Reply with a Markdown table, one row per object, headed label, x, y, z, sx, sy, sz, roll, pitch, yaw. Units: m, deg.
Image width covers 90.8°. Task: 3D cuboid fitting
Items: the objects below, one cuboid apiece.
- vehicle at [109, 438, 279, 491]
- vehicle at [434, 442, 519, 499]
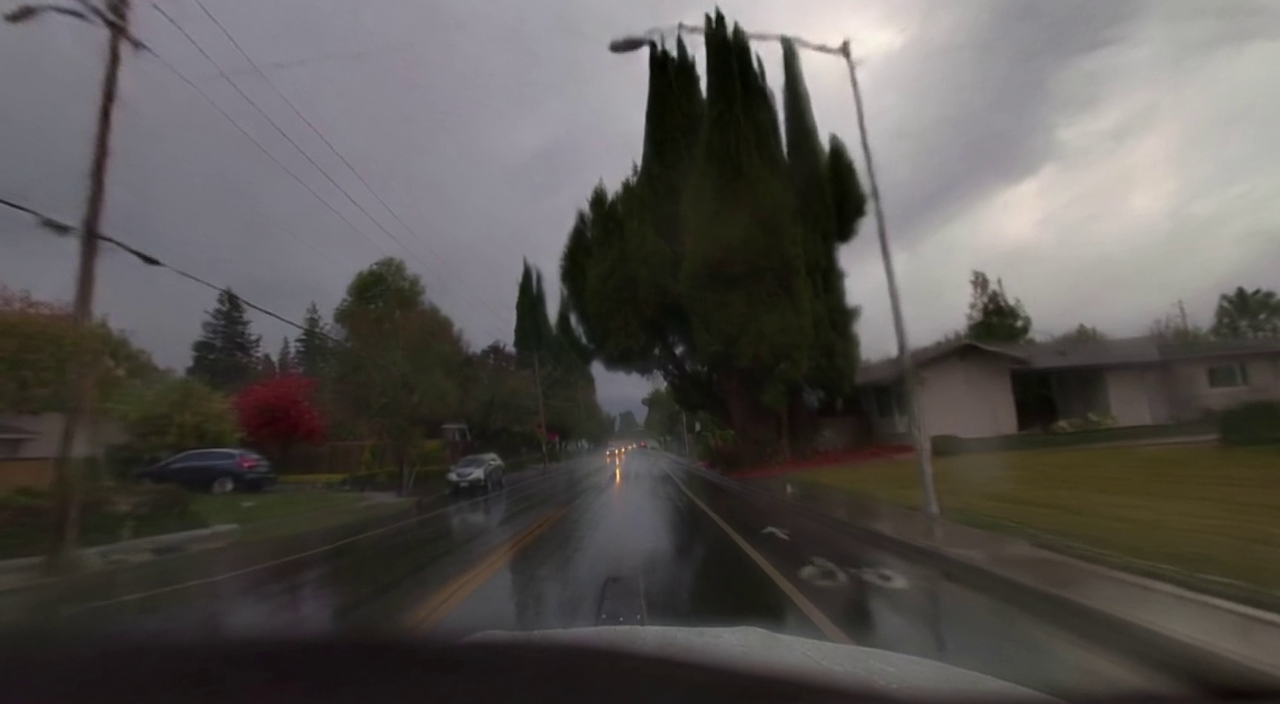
| label | x | y | z | sx | sy | sz | roll | pitch | yaw |
| --- | --- | --- | --- | --- | --- | --- | --- | --- | --- |
| vehicle | -15.675 | 3.962 | 22.334 | 4.735 | 1.712 | 1.992 | -2 | -9 | 9 |
| vehicle | -6.610 | 4.839 | 26.115 | 2.176 | 1.885 | 5.174 | -5 | -10 | -2 |
